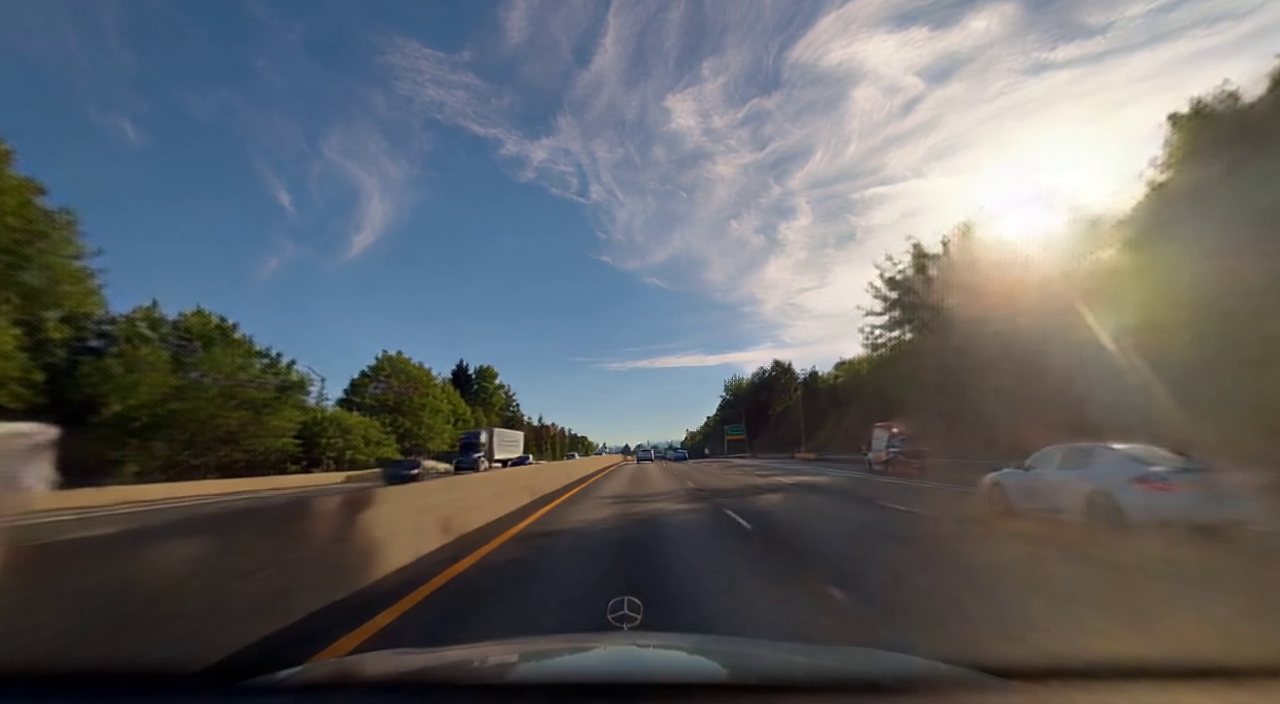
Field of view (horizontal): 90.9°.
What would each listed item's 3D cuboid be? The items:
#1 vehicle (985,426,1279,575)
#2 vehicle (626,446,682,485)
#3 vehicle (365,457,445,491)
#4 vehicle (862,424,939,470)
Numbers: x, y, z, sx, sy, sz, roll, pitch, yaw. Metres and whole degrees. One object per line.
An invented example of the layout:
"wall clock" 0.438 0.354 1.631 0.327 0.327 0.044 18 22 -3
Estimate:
"vehicle" 7.179 1.883 8.823 1.977 1.502 4.670 0 -9 -1
"vehicle" 0.544 4.757 26.682 2.177 1.520 4.278 0 -9 0
"vehicle" -11.525 5.982 31.281 2.285 1.503 4.397 0 -9 0
"vehicle" 14.759 5.450 36.113 2.115 2.446 5.323 0 -9 0
